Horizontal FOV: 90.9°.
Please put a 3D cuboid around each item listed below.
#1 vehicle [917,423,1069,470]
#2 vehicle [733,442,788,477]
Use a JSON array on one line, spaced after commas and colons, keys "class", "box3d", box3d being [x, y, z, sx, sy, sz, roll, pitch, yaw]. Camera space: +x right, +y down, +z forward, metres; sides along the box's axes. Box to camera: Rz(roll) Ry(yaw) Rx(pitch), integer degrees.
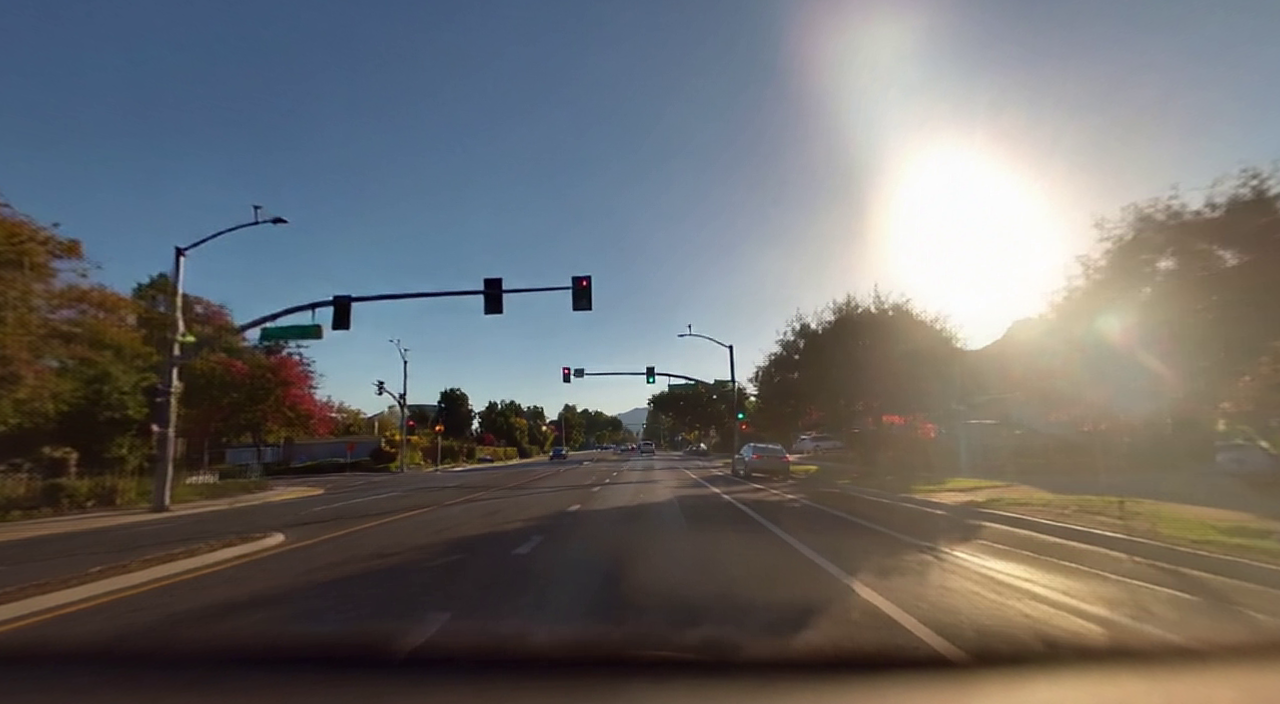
[{"class": "vehicle", "box3d": [13.412, 3.631, 24.184, 4.474, 1.710, 2.148, 0, -9, 1]}, {"class": "vehicle", "box3d": [5.767, 5.212, 30.725, 1.950, 1.567, 4.083, 0, -9, 1]}]
